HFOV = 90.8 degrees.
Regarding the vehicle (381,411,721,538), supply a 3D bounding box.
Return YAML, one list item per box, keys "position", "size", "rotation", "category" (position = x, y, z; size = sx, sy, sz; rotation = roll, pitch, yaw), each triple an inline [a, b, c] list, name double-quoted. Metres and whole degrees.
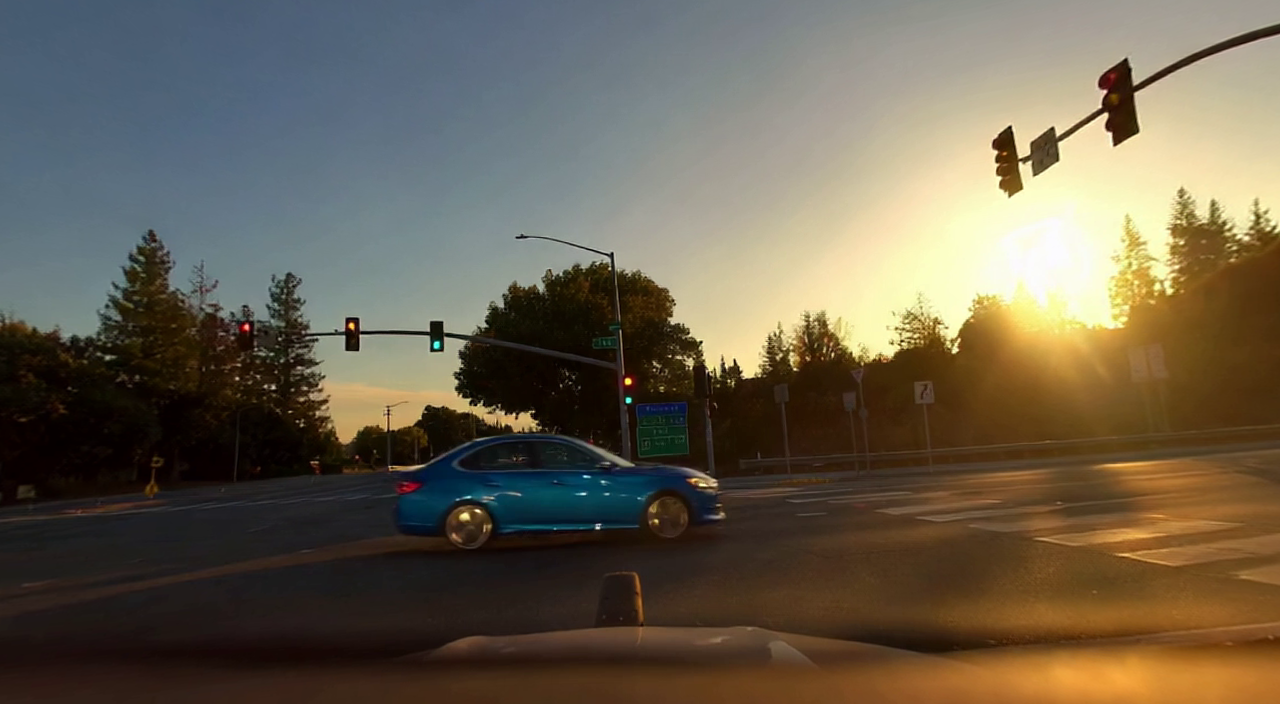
- position: [-1.291, 1.934, 10.280]
  size: [4.881, 1.807, 2.135]
  rotation: [0, -8, -1]
  category: "vehicle"
